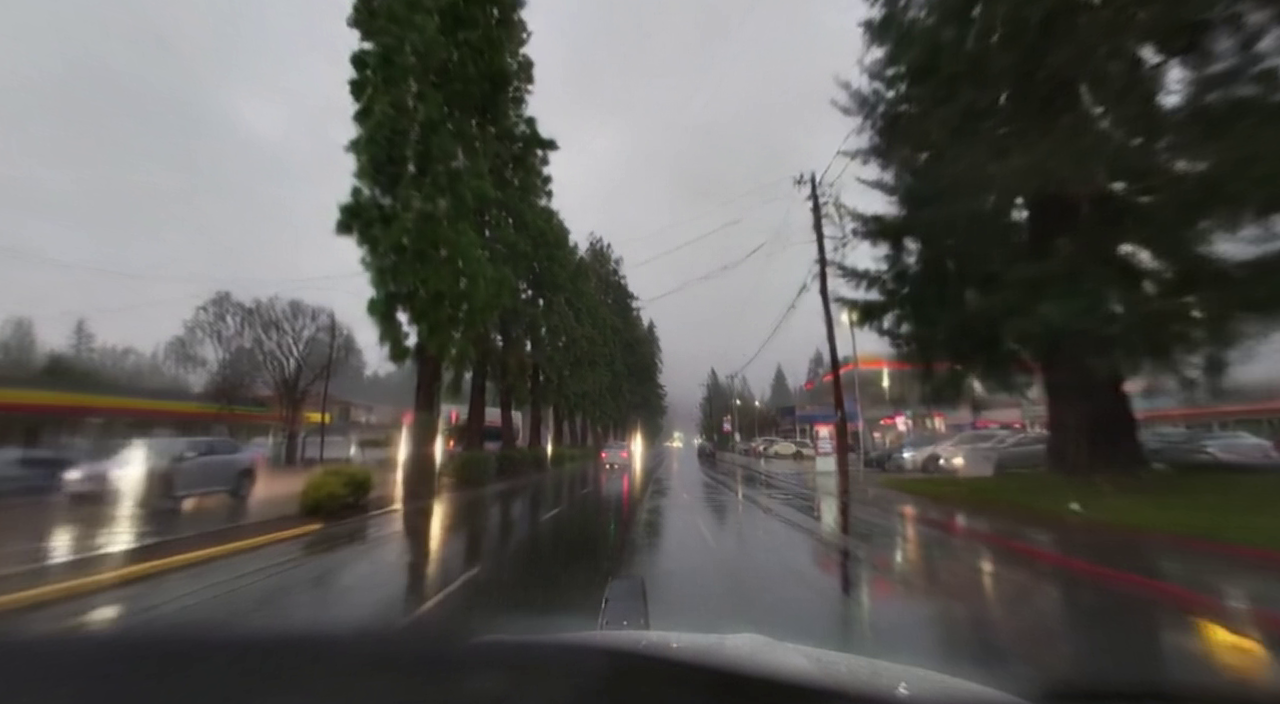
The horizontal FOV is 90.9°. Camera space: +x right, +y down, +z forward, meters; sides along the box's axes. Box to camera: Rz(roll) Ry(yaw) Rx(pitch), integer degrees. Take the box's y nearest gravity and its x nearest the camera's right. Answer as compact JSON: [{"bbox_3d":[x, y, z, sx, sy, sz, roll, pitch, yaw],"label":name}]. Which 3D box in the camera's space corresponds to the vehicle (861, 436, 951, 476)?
[{"bbox_3d":[10.585,4.162,25.489,1.888,1.465,4.727,-1,-9,4],"label":"vehicle"}]

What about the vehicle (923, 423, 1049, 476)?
[{"bbox_3d":[13.504,3.871,25.102,2.015,1.839,5.416,0,-9,1],"label":"vehicle"}]

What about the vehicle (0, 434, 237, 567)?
[{"bbox_3d":[-8.201,1.939,8.866,2.099,1.467,4.596,-2,-7,0],"label":"vehicle"}]

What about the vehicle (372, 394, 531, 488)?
[{"bbox_3d":[-7.948,4.116,29.347,3.056,3.289,13.199,-2,-8,1],"label":"vehicle"}]

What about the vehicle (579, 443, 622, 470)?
[{"bbox_3d":[-2.123,5.763,34.925,1.959,1.406,4.272,0,-8,2],"label":"vehicle"}]

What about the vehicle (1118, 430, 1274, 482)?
[{"bbox_3d":[21.832,4.099,25.050,1.922,1.861,4.340,1,-9,-6],"label":"vehicle"}]

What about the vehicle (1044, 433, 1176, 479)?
[{"bbox_3d":[18.686,4.159,25.391,1.845,1.650,4.651,-1,-8,3],"label":"vehicle"}]
